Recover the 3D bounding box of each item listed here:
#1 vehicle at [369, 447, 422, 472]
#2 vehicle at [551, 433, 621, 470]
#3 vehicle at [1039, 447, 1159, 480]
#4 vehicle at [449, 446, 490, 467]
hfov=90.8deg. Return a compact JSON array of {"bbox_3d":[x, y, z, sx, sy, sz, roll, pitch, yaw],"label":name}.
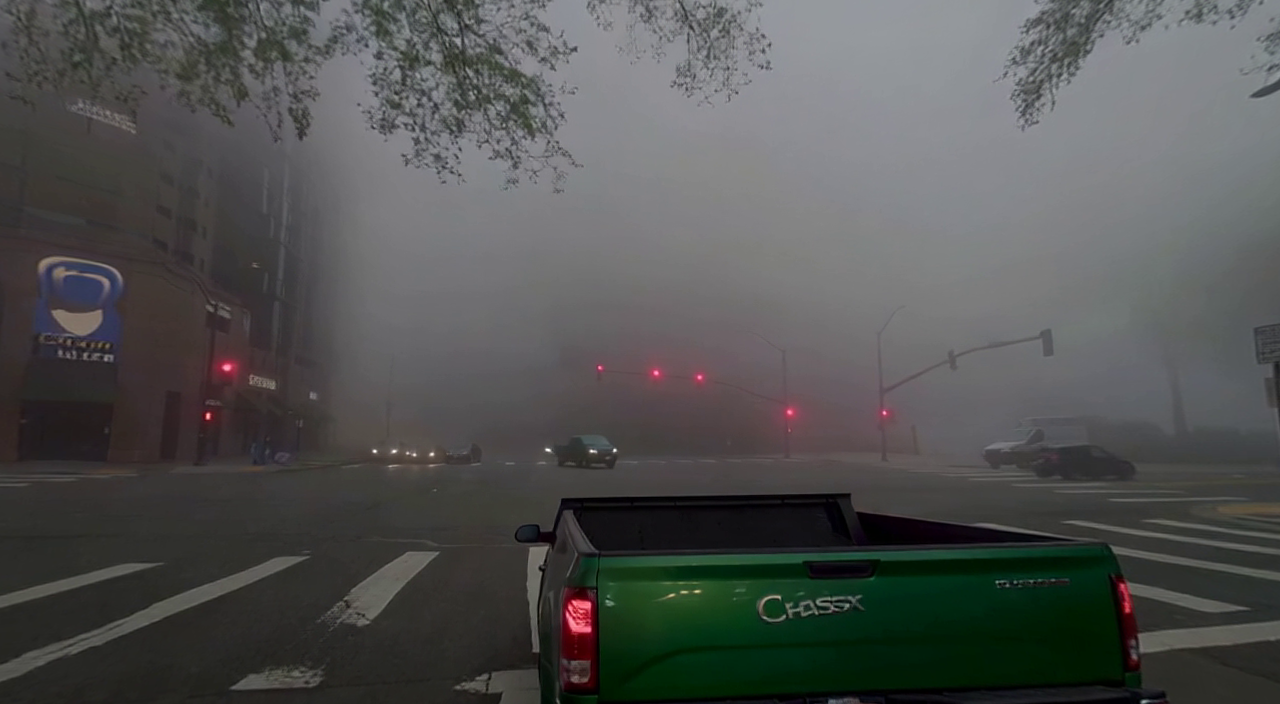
[{"bbox_3d":[-16.257,7.133,42.232,1.883,1.586,4.297,0,-9,-1],"label":"vehicle"},{"bbox_3d":[-3.222,5.697,36.429,2.289,1.927,5.667,4,-9,-24],"label":"vehicle"},{"bbox_3d":[21.578,5.201,29.721,4.658,1.478,1.946,2,-9,-15],"label":"vehicle"},{"bbox_3d":[-12.634,7.762,47.088,1.946,1.474,4.008,0,-9,0],"label":"vehicle"}]
